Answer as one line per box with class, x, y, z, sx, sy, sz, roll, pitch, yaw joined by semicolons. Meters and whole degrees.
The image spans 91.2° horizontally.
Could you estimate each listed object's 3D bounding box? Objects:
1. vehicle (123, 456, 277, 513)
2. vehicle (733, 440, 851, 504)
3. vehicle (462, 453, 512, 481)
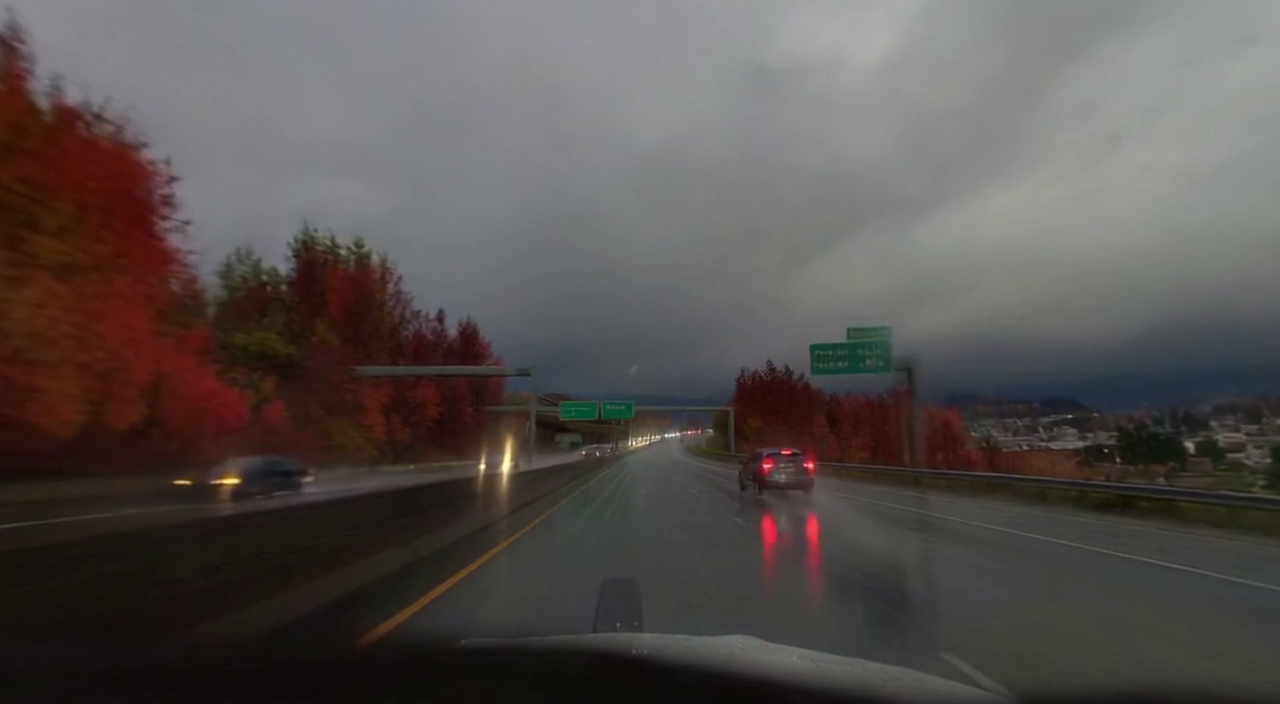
vehicle;-13.294;3.984;19.283;1.850;1.486;3.952;0;-9;0
vehicle;4.059;3.294;17.680;2.070;1.546;4.648;0;-9;-1
vehicle;-8.892;6.676;36.670;1.882;1.511;3.945;0;-9;0
